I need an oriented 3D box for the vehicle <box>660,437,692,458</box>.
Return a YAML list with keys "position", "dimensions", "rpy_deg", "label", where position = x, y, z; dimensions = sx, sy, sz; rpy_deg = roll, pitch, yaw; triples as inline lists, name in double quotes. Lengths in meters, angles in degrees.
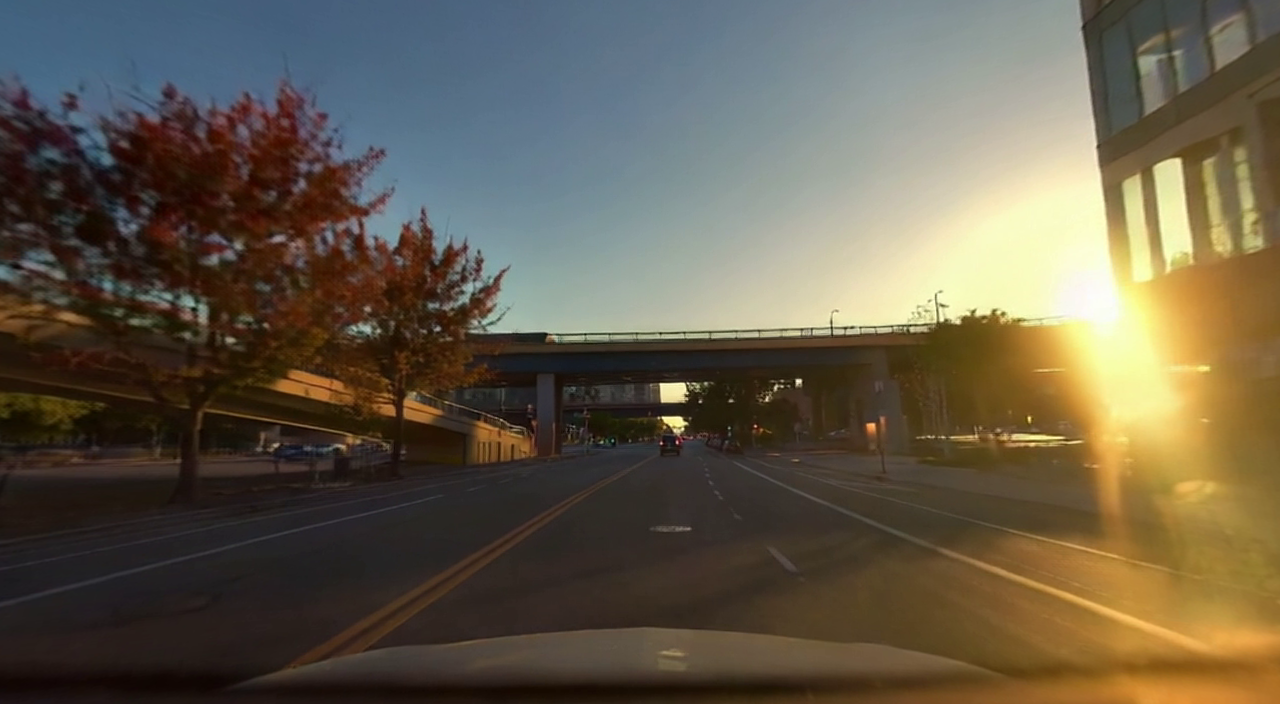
- position: [2.762, 7.254, 47.767]
  dimensions: [2.280, 1.475, 4.051]
  rpy_deg: [-1, -9, 5]
  label: "vehicle"
